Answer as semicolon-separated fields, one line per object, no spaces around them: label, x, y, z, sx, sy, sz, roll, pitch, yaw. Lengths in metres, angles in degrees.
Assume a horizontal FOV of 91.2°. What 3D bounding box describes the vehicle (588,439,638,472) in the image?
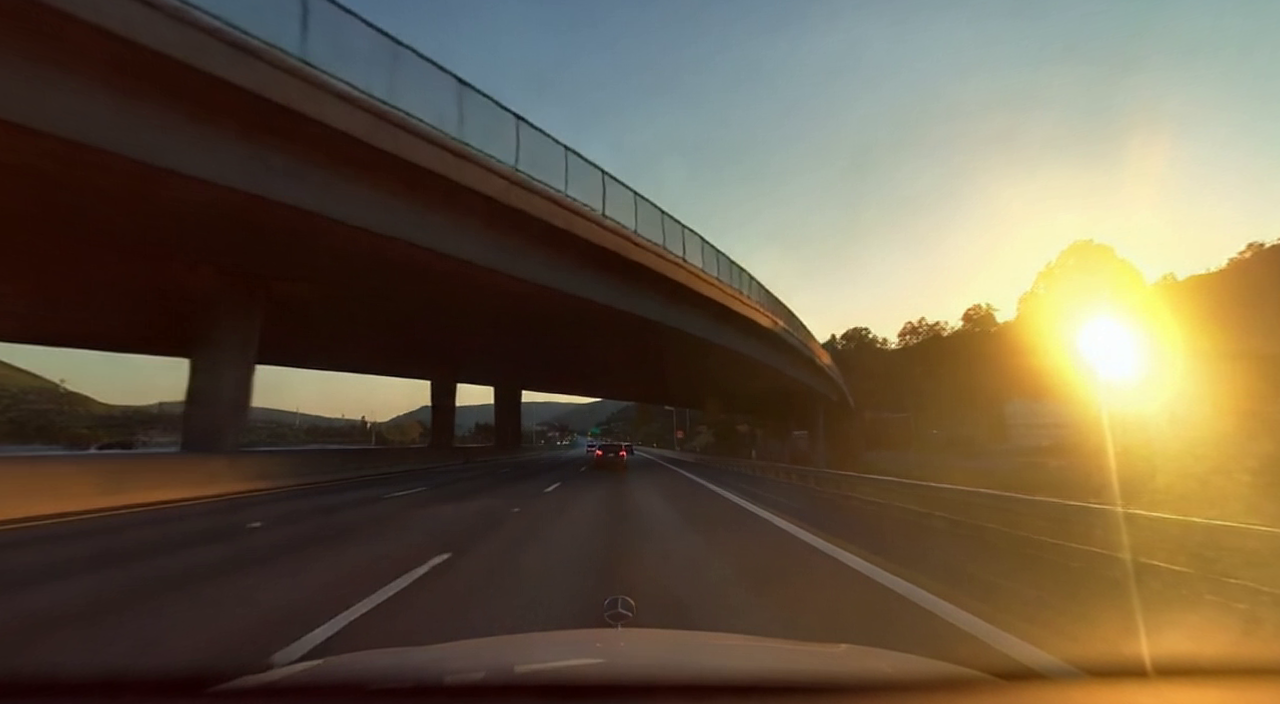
vehicle;-1.273;5.108;31.080;2.055;1.509;4.255;-1;-9;3
